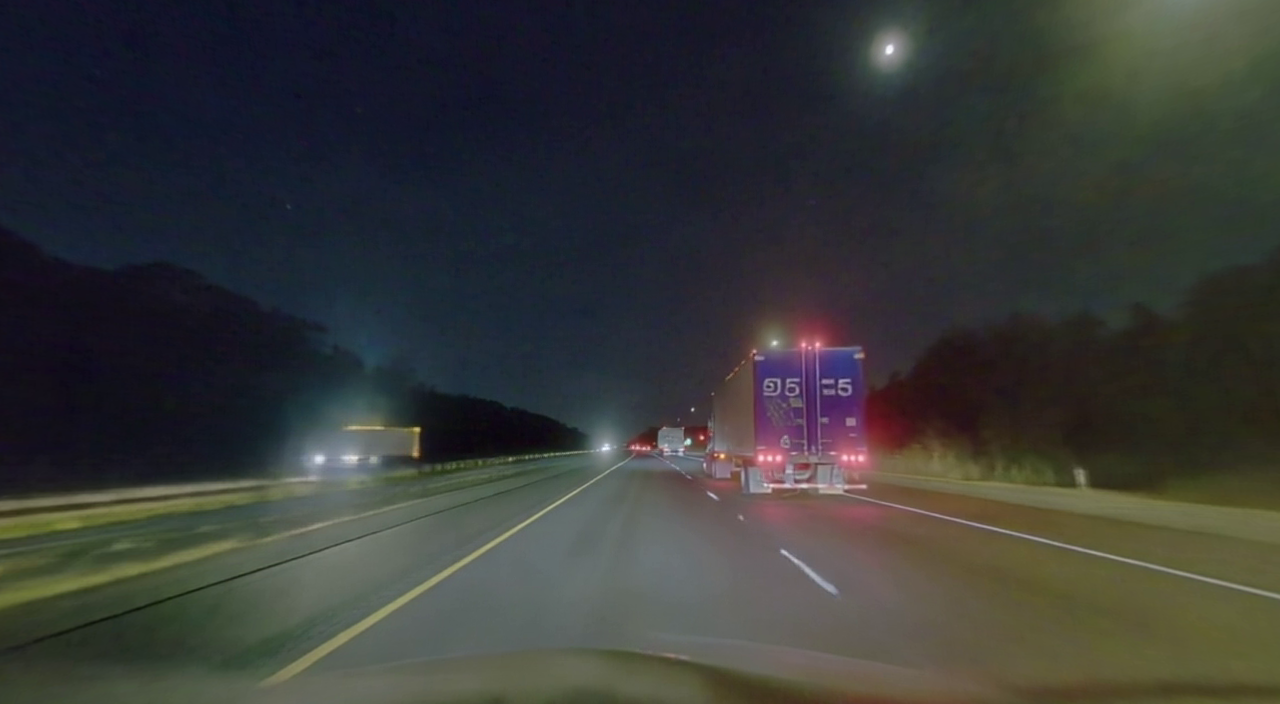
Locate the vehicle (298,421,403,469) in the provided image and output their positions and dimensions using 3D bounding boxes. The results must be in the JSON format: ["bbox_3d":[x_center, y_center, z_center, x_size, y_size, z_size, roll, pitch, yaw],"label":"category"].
[{"bbox_3d":[-12.530,4.120,27.743,2.066,1.908,5.294,0,-9,0],"label":"vehicle"}]

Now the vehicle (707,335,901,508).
[{"bbox_3d":[4.044,2.257,18.686,3.107,3.718,10.231,0,-9,1],"label":"vehicle"}]
